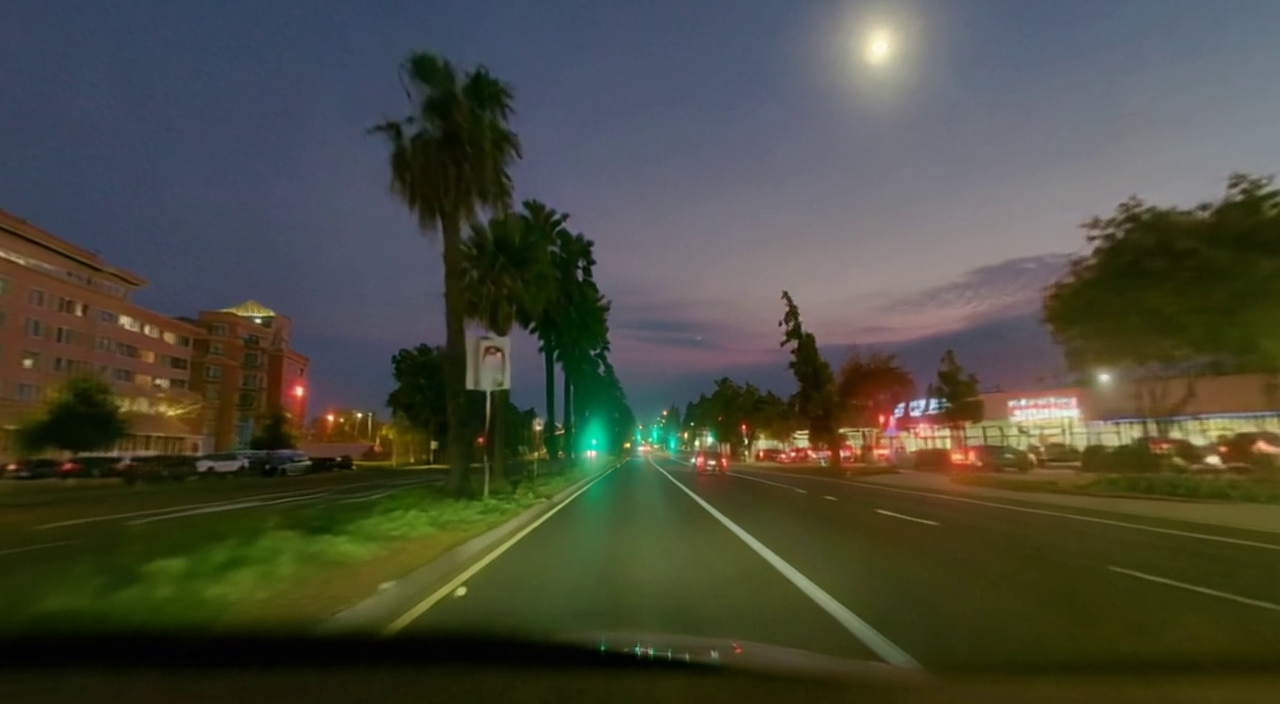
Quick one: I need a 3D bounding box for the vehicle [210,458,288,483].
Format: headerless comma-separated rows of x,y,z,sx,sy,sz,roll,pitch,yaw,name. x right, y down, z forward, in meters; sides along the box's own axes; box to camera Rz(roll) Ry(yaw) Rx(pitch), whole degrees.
-25.696,7.794,41.600,1.970,1.446,4.674,-3,-10,4,vehicle

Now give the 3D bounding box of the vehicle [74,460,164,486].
-34.729,8.070,42.182,1.961,1.486,4.946,0,-8,-3,vehicle

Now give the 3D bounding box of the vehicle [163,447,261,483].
-28.538,7.505,42.309,2.333,2.153,6.030,0,-8,-1,vehicle

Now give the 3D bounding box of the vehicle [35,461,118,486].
-37.312,8.021,41.785,1.870,1.477,3.984,0,-8,-1,vehicle

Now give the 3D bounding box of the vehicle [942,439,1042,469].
20.249,5.886,36.301,4.472,1.521,2.090,-1,-10,-2,vehicle
